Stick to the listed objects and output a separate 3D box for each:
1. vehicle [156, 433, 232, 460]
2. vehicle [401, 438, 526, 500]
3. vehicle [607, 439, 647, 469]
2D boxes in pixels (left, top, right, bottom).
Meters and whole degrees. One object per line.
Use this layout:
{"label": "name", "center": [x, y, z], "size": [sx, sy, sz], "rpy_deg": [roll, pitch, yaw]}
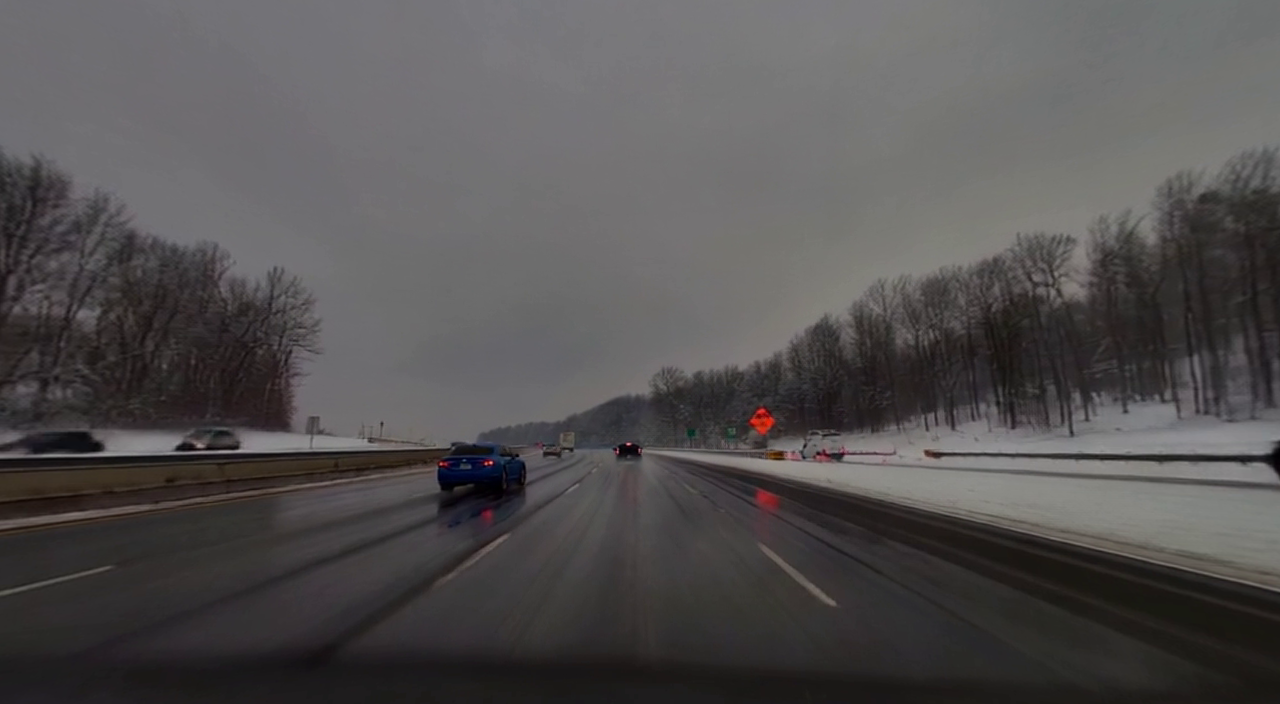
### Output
{"label": "vehicle", "center": [-29.952, 6.334, 42.325], "size": [1.912, 1.707, 4.472], "rpy_deg": [0, -8, -2]}
{"label": "vehicle", "center": [-4.422, 2.987, 16.530], "size": [2.001, 1.415, 4.360], "rpy_deg": [0, -8, 0]}
{"label": "vehicle", "center": [-0.713, 5.398, 33.437], "size": [1.963, 1.462, 4.681], "rpy_deg": [0, -8, -1]}
